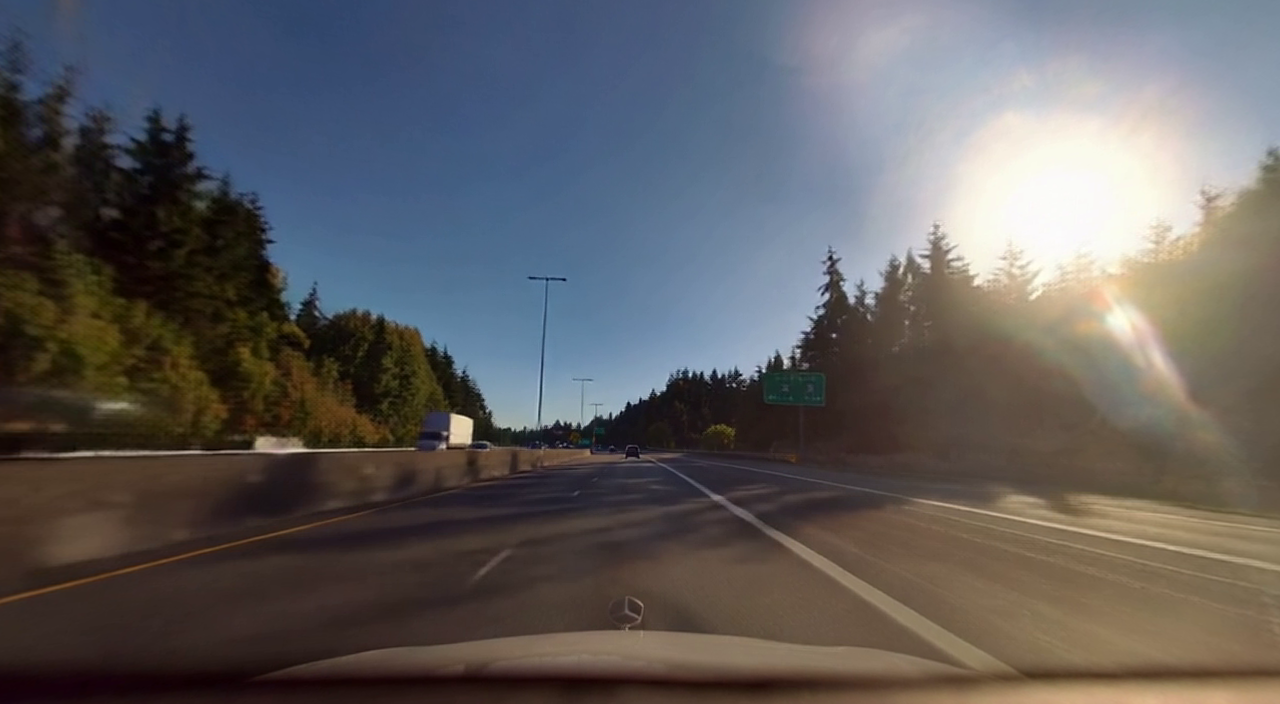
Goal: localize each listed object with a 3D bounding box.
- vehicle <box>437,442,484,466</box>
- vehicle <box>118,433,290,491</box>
[{"bbox_3d":[-11.865,6.784,41.851,1.933,1.477,4.317,0,-9,-1],"label":"vehicle"},{"bbox_3d":[-12.082,3.083,17.898,1.775,1.404,4.322,0,-9,0],"label":"vehicle"}]
